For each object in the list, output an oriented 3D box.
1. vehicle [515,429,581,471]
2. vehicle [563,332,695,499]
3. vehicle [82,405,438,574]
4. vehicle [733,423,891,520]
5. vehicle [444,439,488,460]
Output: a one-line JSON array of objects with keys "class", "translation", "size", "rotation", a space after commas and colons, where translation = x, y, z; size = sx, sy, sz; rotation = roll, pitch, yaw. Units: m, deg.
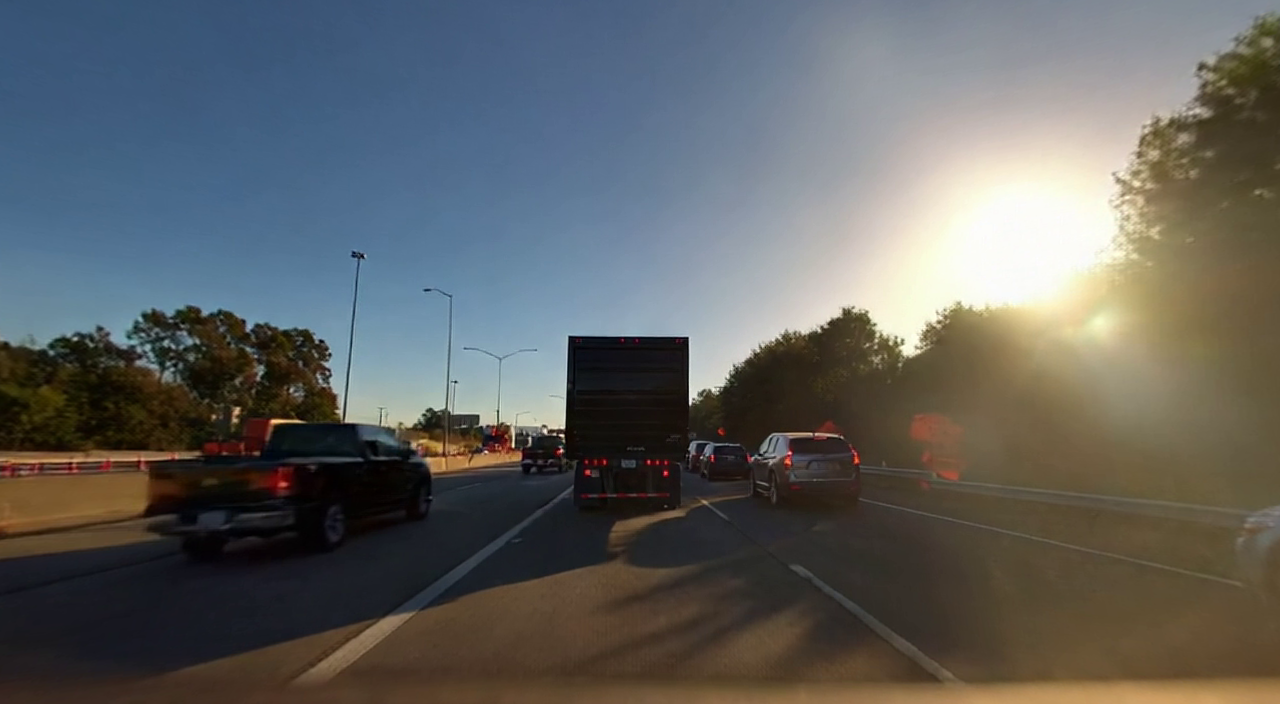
[{"class": "vehicle", "translation": [-4.595, 5.068, 32.624], "size": [2.421, 1.965, 5.980], "rotation": [0, -9, 1]}, {"class": "vehicle", "translation": [-0.362, 2.245, 20.005], "size": [3.067, 3.940, 10.154], "rotation": [1, -9, -1]}, {"class": "vehicle", "translation": [-4.738, 1.783, 8.934], "size": [2.095, 1.736, 4.529], "rotation": [0, -9, 2]}, {"class": "vehicle", "translation": [3.384, 2.461, 13.401], "size": [2.103, 1.713, 4.173], "rotation": [1, -9, -1]}, {"class": "vehicle", "translation": [-13.046, 7.366, 47.478], "size": [1.887, 1.511, 4.152], "rotation": [0, -9, 4]}]
